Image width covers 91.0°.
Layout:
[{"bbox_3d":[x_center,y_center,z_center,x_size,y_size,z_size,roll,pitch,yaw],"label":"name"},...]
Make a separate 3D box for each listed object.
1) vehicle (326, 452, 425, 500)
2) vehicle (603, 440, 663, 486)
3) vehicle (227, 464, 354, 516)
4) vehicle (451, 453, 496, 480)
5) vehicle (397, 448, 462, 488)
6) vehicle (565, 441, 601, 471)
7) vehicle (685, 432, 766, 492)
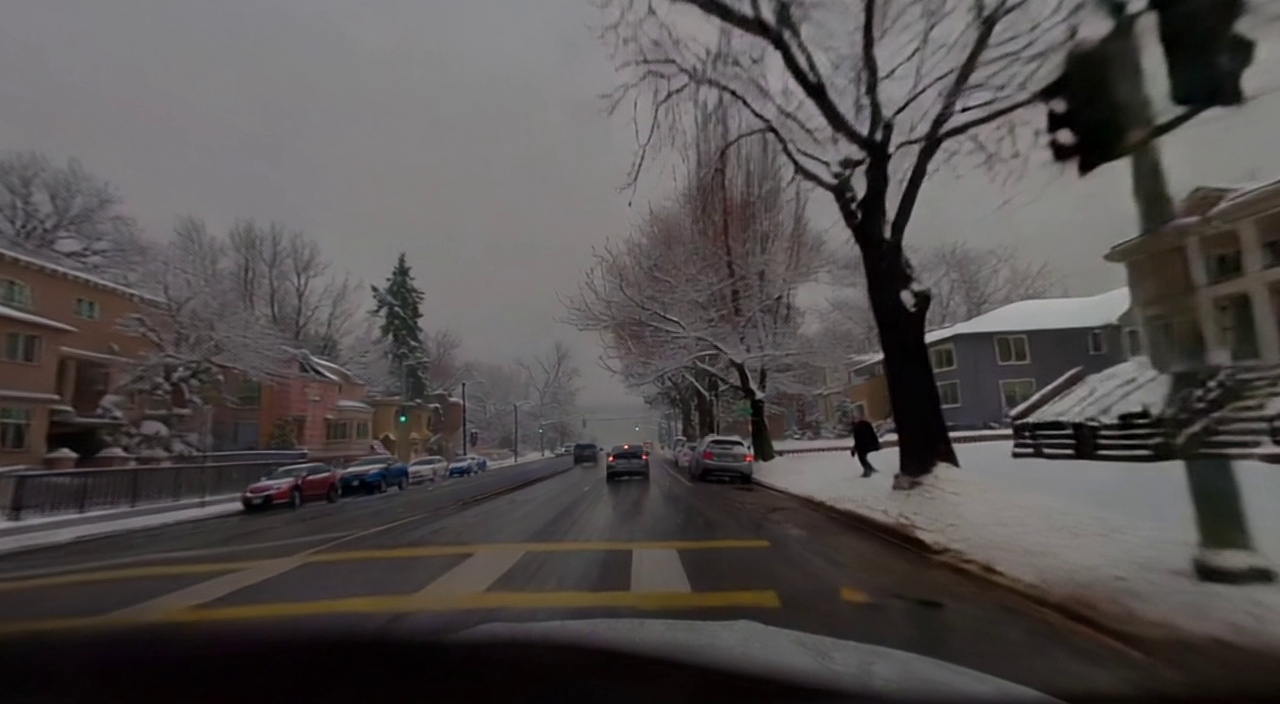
[{"bbox_3d":[-12.217,5.710,29.613,2.109,1.941,6.025,0,-8,-1],"label":"vehicle"},{"bbox_3d":[-0.239,4.017,23.087,1.998,1.518,4.015,0,-8,-1],"label":"vehicle"},{"bbox_3d":[-12.051,4.751,22.126,1.913,1.475,4.372,0,-8,1],"label":"vehicle"},{"bbox_3d":[-12.324,8.492,46.983,2.026,1.791,4.909,0,-8,0],"label":"vehicle"},{"bbox_3d":[-12.349,6.812,37.297,2.210,2.148,4.849,0,-8,0],"label":"vehicle"},{"bbox_3d":[-3.661,6.794,41.156,1.983,1.841,4.013,0,-8,0],"label":"vehicle"},{"bbox_3d":[2.640,3.516,20.515,1.969,1.725,4.387,0,-8,0],"label":"vehicle"}]
